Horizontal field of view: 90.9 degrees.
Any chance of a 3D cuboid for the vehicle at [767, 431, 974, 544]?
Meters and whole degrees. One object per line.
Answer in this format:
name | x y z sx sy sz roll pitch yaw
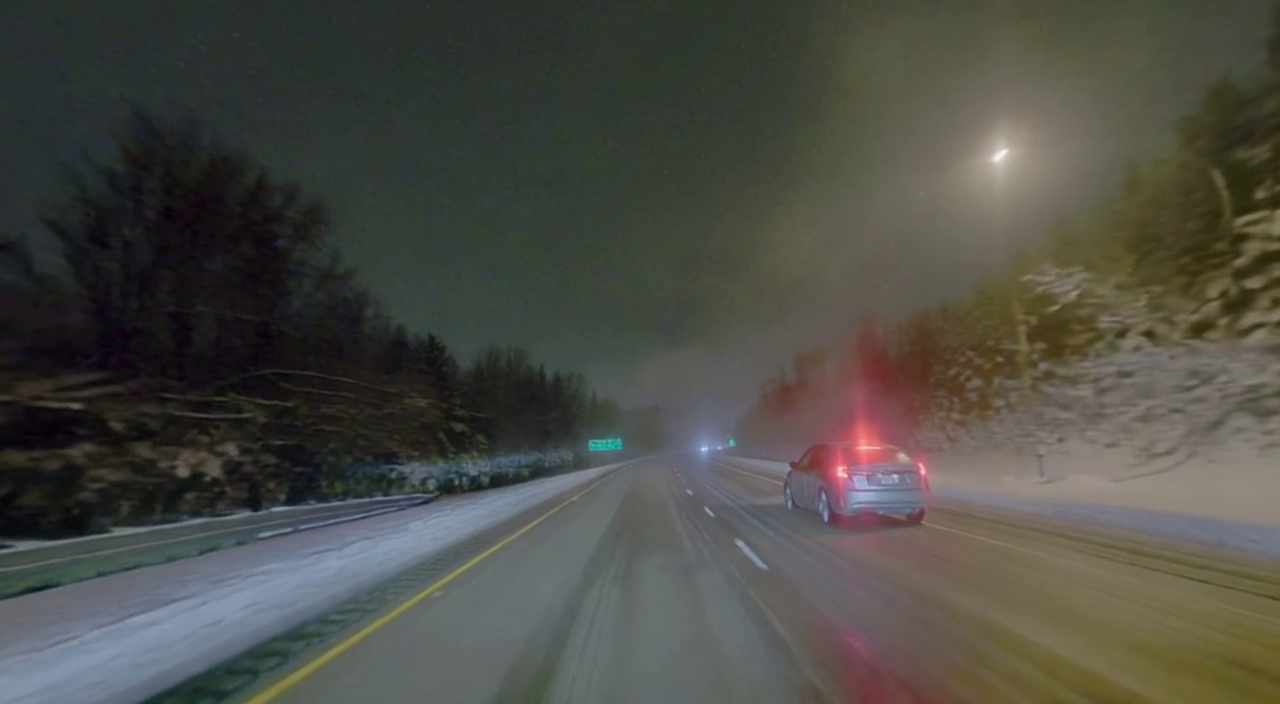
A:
vehicle | 3.563 2.158 10.697 1.997 1.515 4.025 -1 -8 1
